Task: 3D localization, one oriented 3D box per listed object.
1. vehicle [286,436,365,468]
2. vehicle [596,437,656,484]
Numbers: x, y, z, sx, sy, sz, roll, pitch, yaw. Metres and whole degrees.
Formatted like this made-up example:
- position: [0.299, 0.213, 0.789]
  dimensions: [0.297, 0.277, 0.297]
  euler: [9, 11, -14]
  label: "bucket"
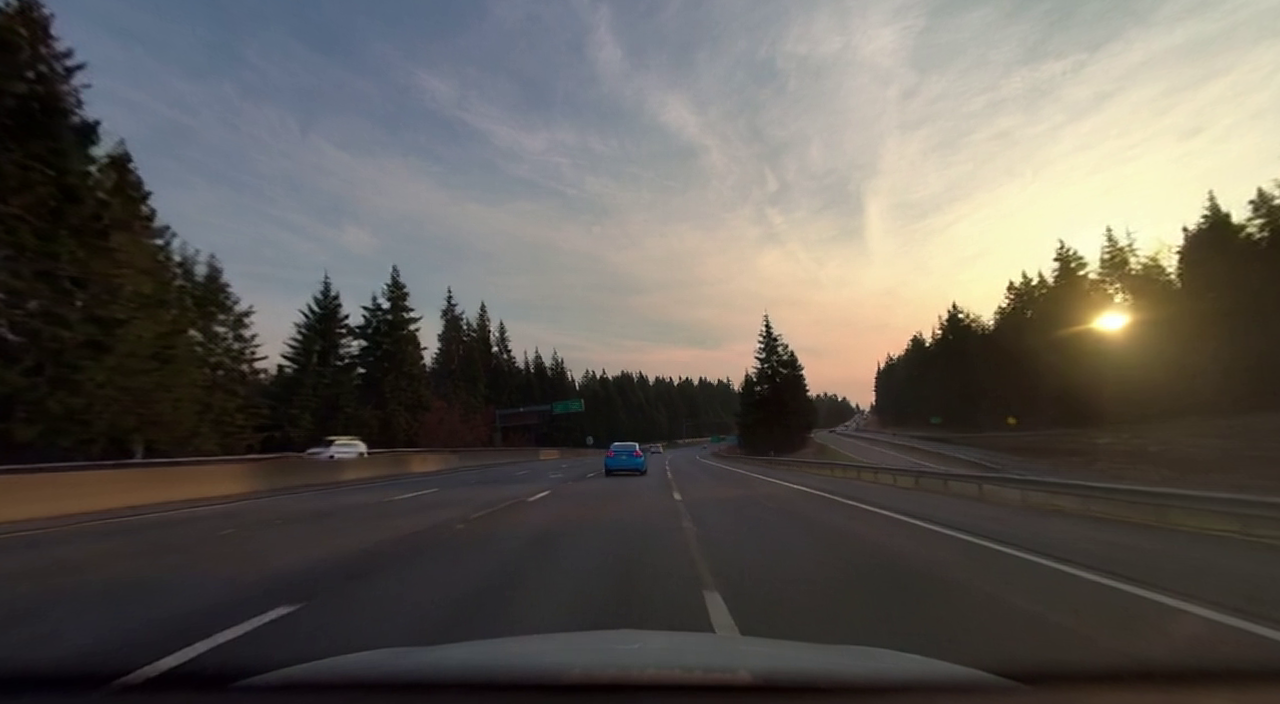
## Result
- position: [-21.444, 6.820, 43.088]
  dimensions: [2.342, 1.981, 5.534]
  euler: [-1, -8, 3]
  label: "vehicle"
- position: [-0.479, 4.306, 25.265]
  dimensions: [2.133, 1.686, 4.203]
  euler: [-1, -8, 3]
  label: "vehicle"
